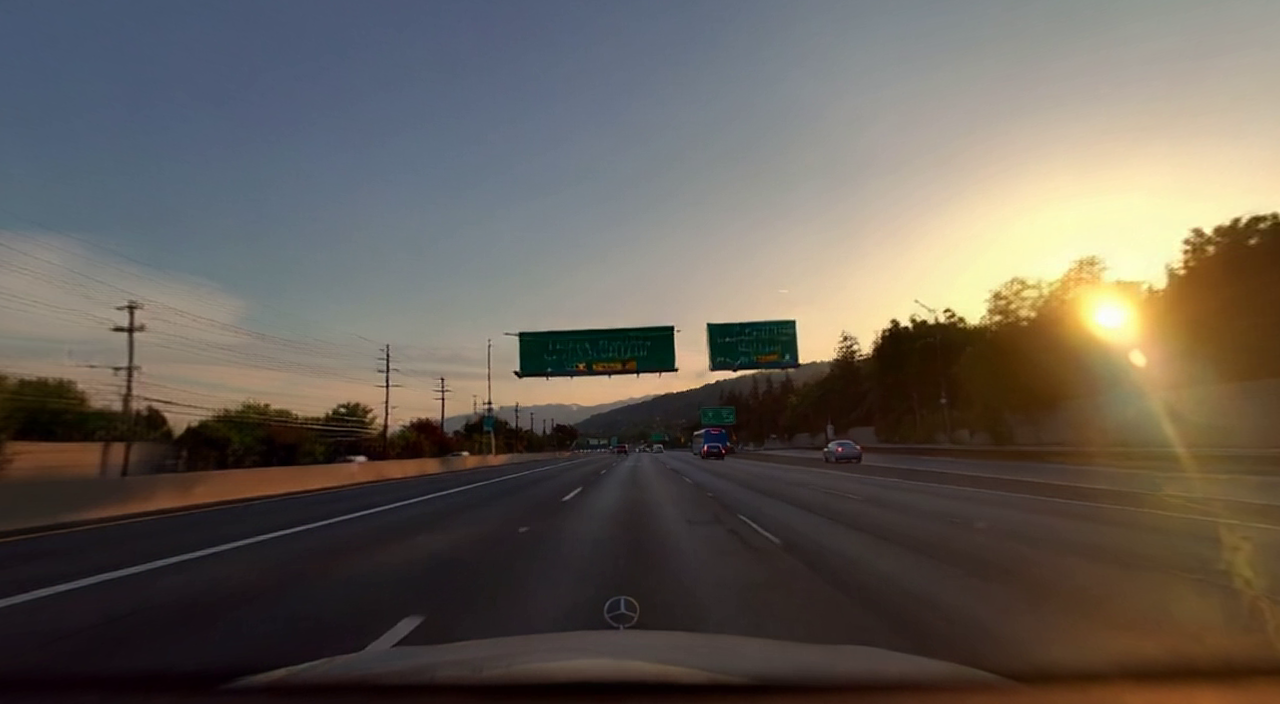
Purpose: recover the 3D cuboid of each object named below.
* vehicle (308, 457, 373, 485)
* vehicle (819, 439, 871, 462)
[{"bbox_3d":[-18.662,7.390,39.404,1.897,1.515,4.506,-2,-8,0],"label":"vehicle"},{"bbox_3d":[14.590,7.049,45.108,2.089,1.484,4.573,0,-8,-1],"label":"vehicle"}]
